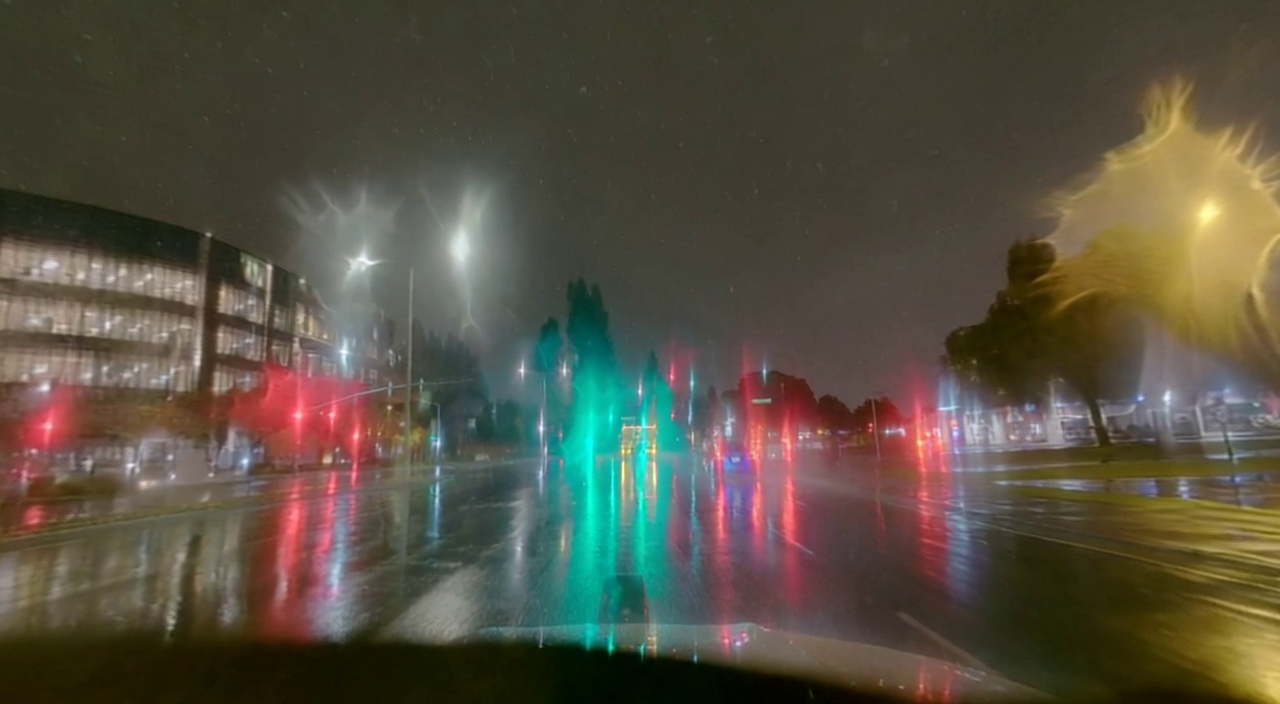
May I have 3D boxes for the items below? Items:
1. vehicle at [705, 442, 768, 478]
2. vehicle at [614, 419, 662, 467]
[{"bbox_3d":[4.182,4.745,28.055,2.005,1.442,4.675,0,-8,-1],"label":"vehicle"},{"bbox_3d":[-0.133,5.888,40.852,2.833,2.879,6.572,0,-8,0],"label":"vehicle"}]
